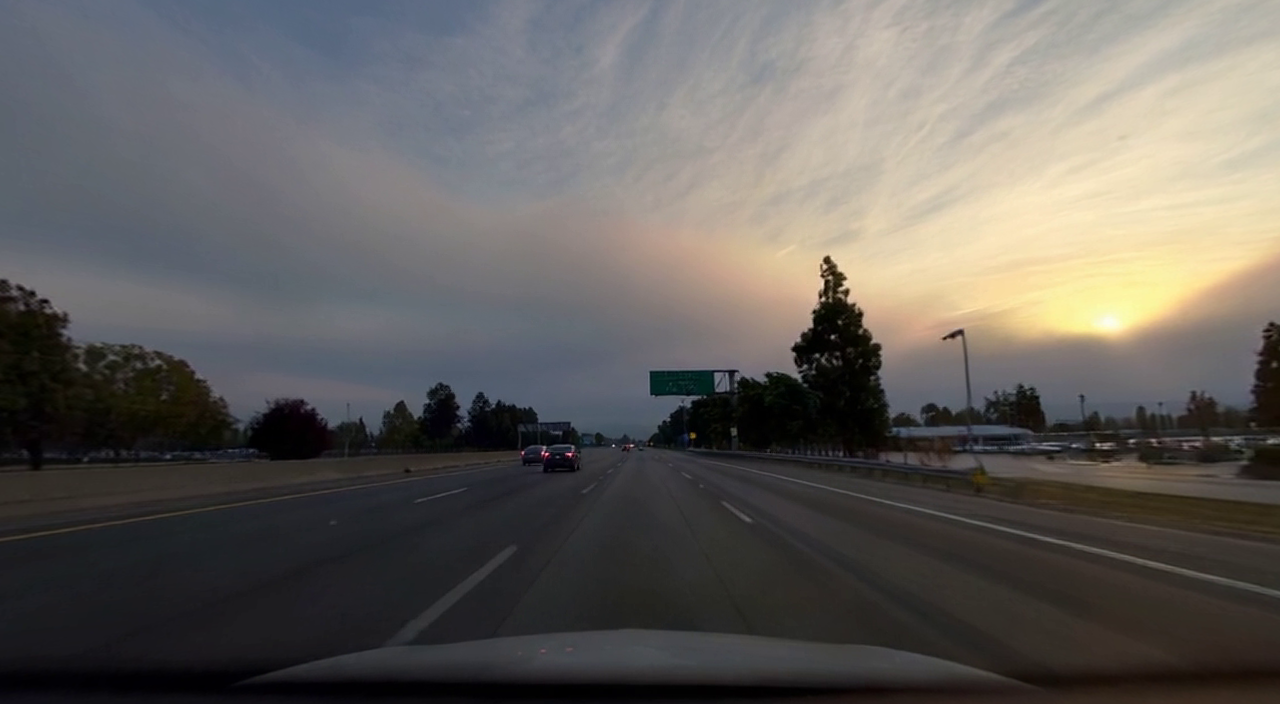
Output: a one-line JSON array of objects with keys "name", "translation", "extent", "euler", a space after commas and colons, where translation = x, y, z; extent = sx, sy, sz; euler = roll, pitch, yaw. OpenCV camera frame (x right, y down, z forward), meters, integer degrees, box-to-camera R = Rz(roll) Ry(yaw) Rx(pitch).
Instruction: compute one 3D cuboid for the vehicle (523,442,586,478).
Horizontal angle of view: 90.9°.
[{"name": "vehicle", "translation": [-3.682, 4.705, 27.779], "extent": [2.128, 1.450, 4.078], "euler": [0, -8, 1]}]
